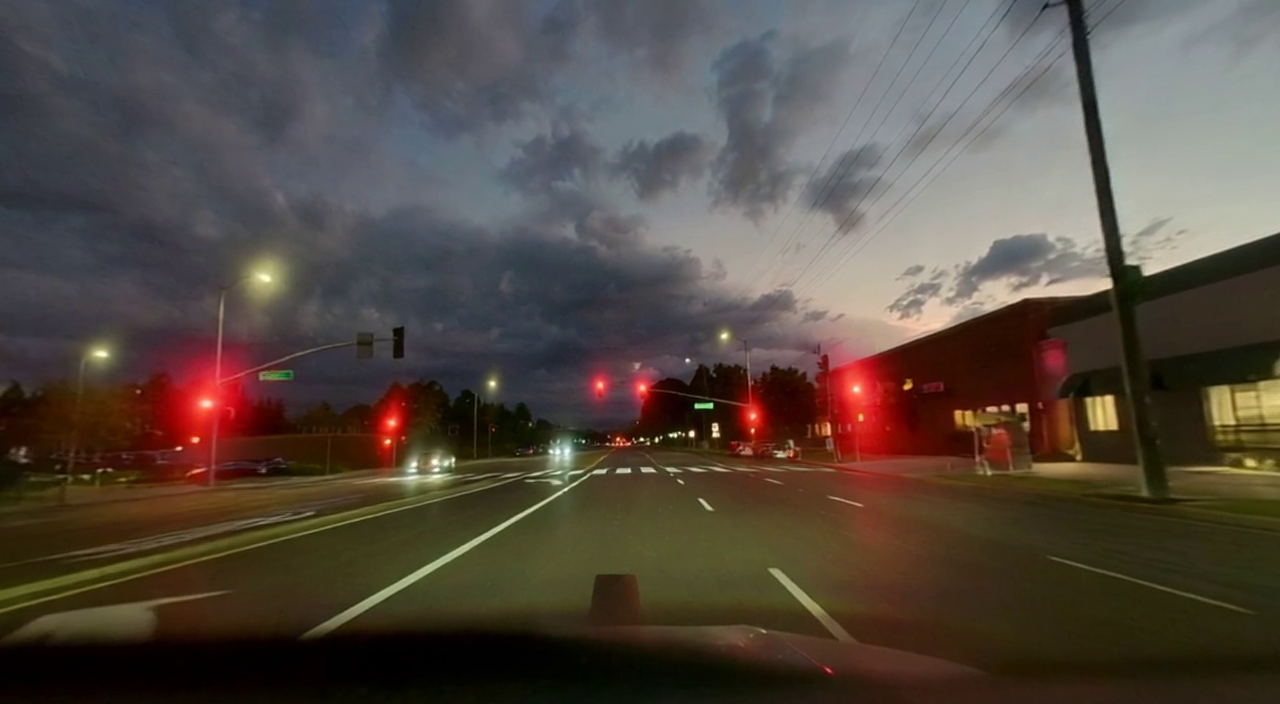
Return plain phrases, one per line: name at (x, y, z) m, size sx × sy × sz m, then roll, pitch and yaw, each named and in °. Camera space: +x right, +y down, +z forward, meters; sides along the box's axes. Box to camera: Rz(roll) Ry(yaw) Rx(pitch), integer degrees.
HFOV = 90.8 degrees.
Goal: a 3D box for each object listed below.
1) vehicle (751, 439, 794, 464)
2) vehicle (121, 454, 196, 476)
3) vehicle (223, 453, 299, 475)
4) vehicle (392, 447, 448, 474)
vehicle at (9.731, 7.312, 46.661) m, size 1.970 × 1.755 × 4.661 m, roll 0°, pitch -9°, yaw -2°
vehicle at (-34.764, 8.159, 45.664) m, size 4.062 × 1.531 × 1.766 m, roll -1°, pitch -9°, yaw 4°
vehicle at (-26.976, 7.956, 45.046) m, size 4.240 × 1.463 × 1.908 m, roll -1°, pitch -9°, yaw 4°
vehicle at (-13.354, 6.603, 38.606) m, size 1.872 × 1.507 × 4.267 m, roll 0°, pitch -9°, yaw 0°
